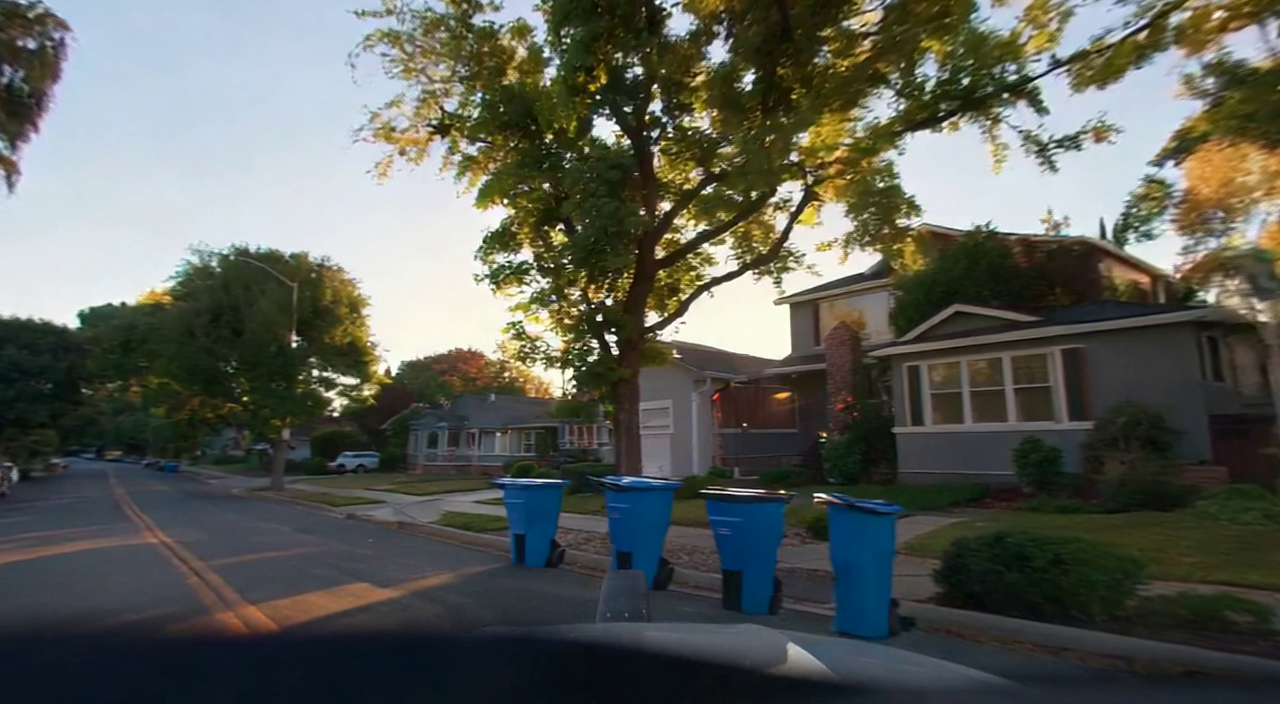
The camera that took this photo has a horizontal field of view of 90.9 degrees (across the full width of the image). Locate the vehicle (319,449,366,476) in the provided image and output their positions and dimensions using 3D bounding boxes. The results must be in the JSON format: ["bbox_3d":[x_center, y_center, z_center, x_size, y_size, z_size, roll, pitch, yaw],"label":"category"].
[{"bbox_3d":[-22.139,8.174,46.854,1.936,1.687,4.714,4,-8,-40],"label":"vehicle"}]
